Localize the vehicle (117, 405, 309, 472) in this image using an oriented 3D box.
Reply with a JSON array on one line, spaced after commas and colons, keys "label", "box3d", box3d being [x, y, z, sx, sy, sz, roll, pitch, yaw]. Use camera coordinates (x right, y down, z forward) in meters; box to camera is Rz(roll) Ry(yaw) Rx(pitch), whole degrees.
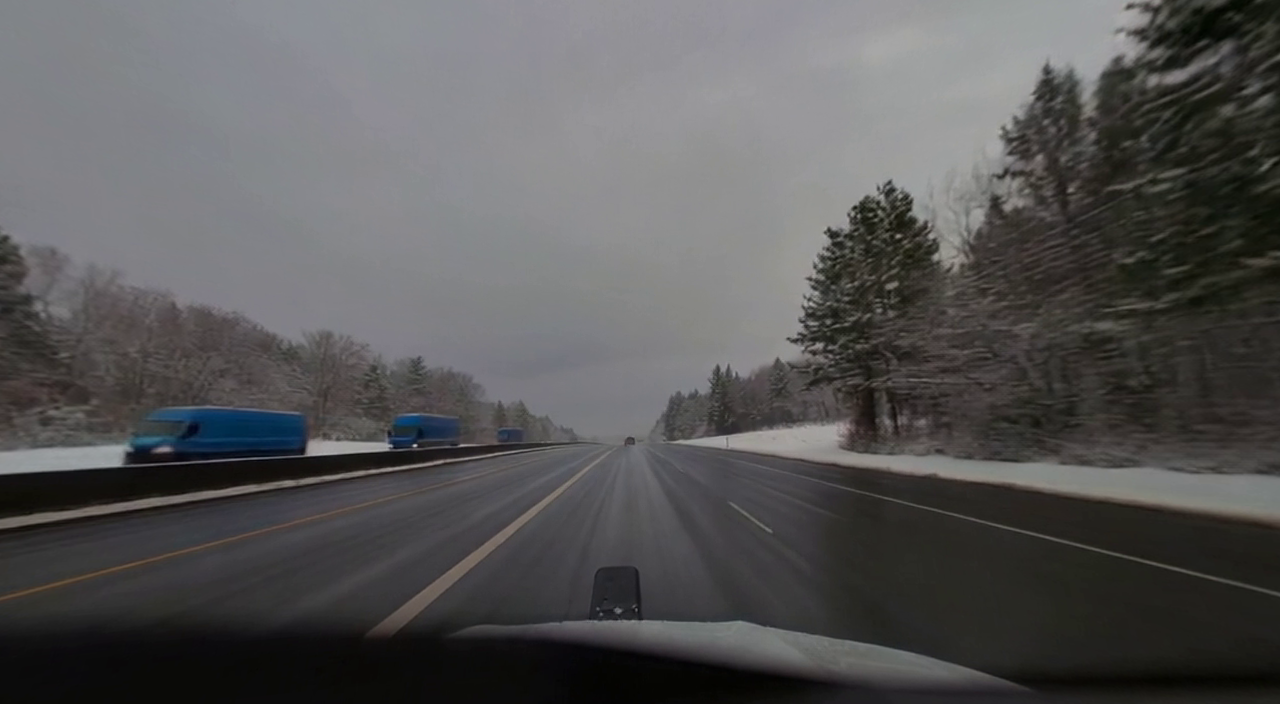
[{"label": "vehicle", "box3d": [-27.398, 5.707, 41.931, 3.143, 3.690, 14.011, 0, -8, 0]}]
